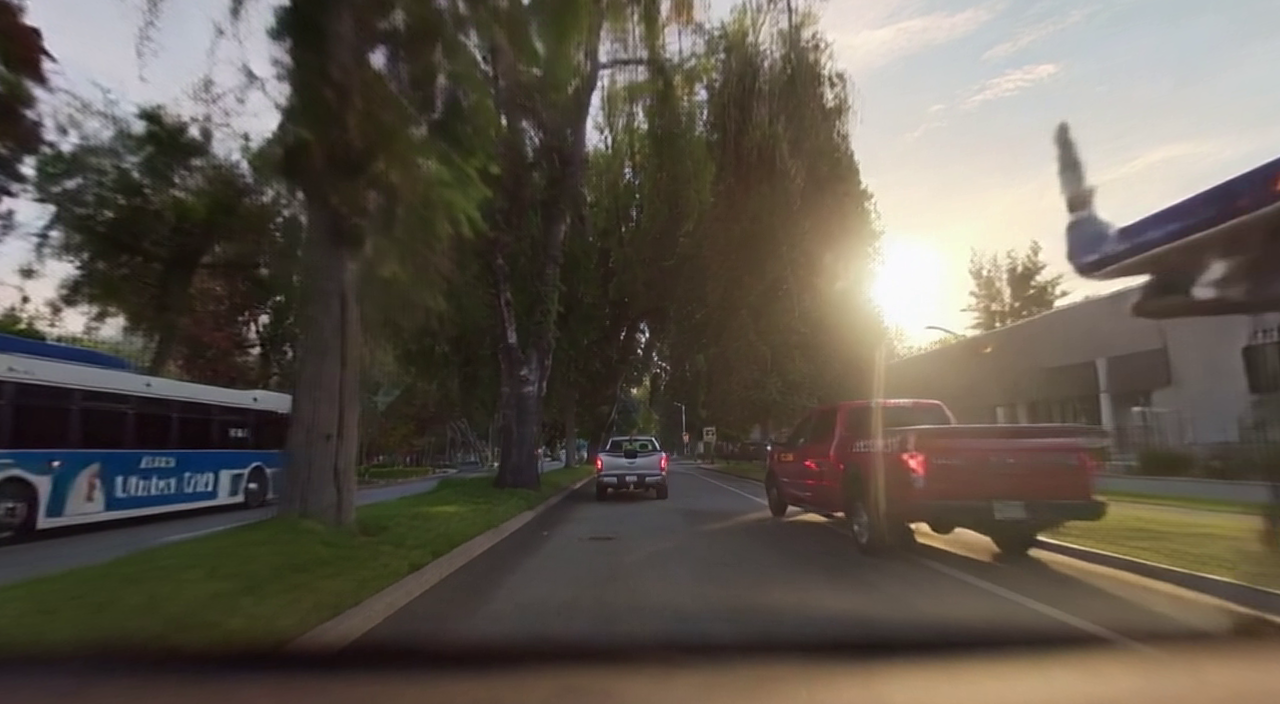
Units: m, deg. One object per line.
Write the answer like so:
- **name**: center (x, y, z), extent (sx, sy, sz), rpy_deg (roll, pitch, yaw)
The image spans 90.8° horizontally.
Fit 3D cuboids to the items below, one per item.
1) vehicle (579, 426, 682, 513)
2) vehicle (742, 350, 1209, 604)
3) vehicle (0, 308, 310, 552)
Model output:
- **vehicle**: center (-0.188, 2.914, 16.249), extent (2.157, 1.816, 5.804), rpy_deg (0, -9, 0)
- **vehicle**: center (3.672, 1.691, 9.616), extent (2.802, 2.303, 7.582), rpy_deg (0, -9, -1)
- **vehicle**: center (-12.229, 1.844, 14.150), extent (2.996, 4.022, 12.692), rpy_deg (0, -9, -1)
